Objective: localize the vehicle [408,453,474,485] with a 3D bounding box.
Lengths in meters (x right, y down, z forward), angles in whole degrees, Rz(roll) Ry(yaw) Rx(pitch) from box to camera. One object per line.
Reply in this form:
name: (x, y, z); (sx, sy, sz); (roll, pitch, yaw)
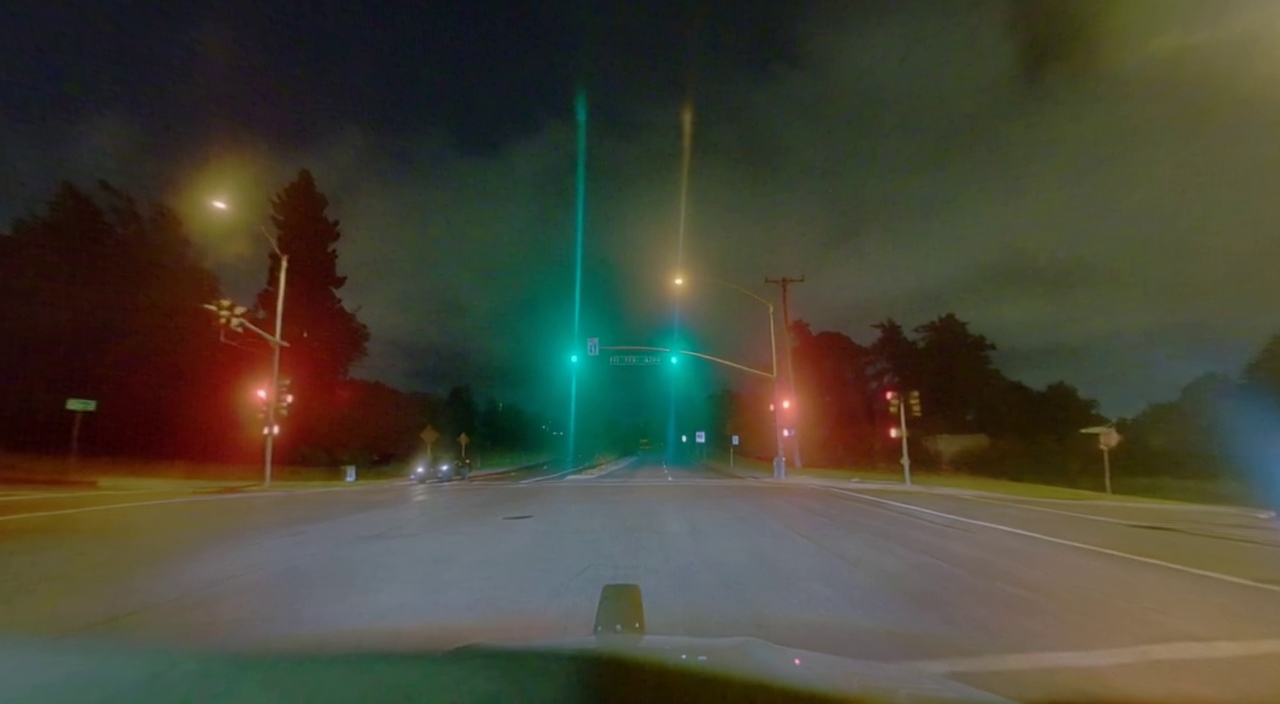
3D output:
vehicle: (-10.370, 6.120, 33.273); (1.983, 1.482, 4.190); (-1, -9, 1)
